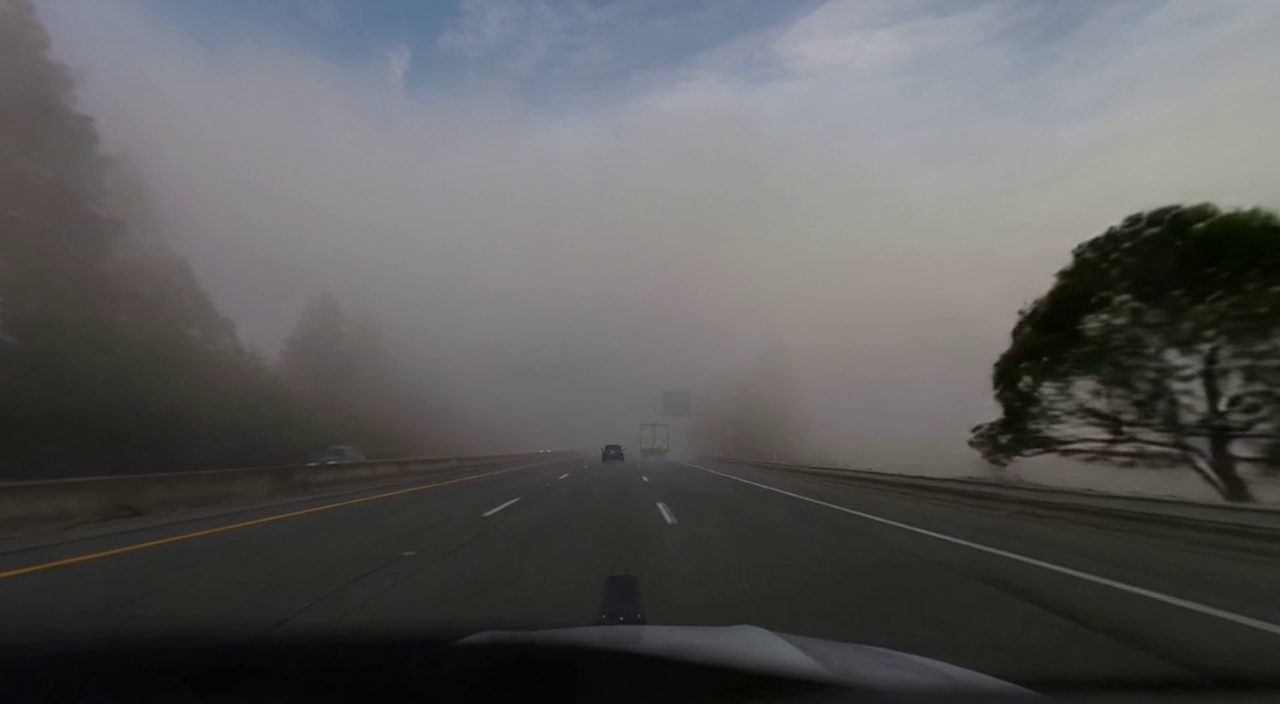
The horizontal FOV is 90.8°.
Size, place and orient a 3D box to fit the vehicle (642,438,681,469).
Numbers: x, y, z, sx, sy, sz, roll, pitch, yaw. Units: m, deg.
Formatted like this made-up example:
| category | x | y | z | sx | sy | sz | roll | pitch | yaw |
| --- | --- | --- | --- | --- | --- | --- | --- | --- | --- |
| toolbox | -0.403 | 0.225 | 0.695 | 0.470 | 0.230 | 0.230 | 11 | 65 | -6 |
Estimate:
| category | x | y | z | sx | sy | sz | roll | pitch | yaw |
| --- | --- | --- | --- | --- | --- | --- | --- | --- | --- |
| vehicle | 1.361 | 6.712 | 41.916 | 2.139 | 1.925 | 4.312 | 1 | -9 | -3 |

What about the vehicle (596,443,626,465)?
| category | x | y | z | sx | sy | sz | roll | pitch | yaw |
| --- | --- | --- | --- | --- | --- | --- | --- | --- | --- |
| vehicle | -2.121 | 7.739 | 47.983 | 2.173 | 1.598 | 4.293 | 0 | -9 | -1 |
